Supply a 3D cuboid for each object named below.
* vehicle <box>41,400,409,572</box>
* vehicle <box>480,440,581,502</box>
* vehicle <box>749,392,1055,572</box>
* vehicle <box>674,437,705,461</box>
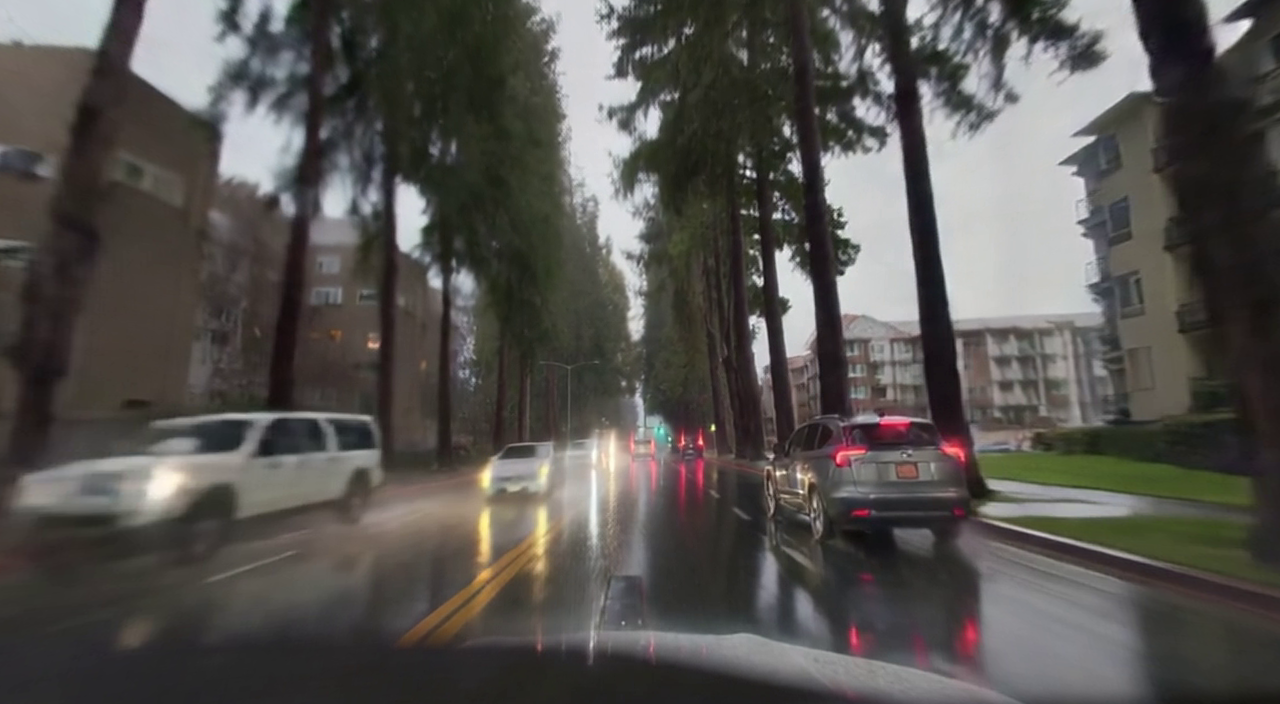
[{"bbox_3d":[-6.044,2.027,10.407,2.200,2.041,5.550,-1,-9,1],"label":"vehicle"},{"bbox_3d":[-2.749,3.091,16.690,1.941,1.409,3.975,-1,-9,1],"label":"vehicle"},{"bbox_3d":[3.240,1.765,9.304,2.219,1.881,5.104,0,-9,-1],"label":"vehicle"},{"bbox_3d":[3.834,7.663,49.540,2.069,1.791,4.422,0,-9,0],"label":"vehicle"}]
